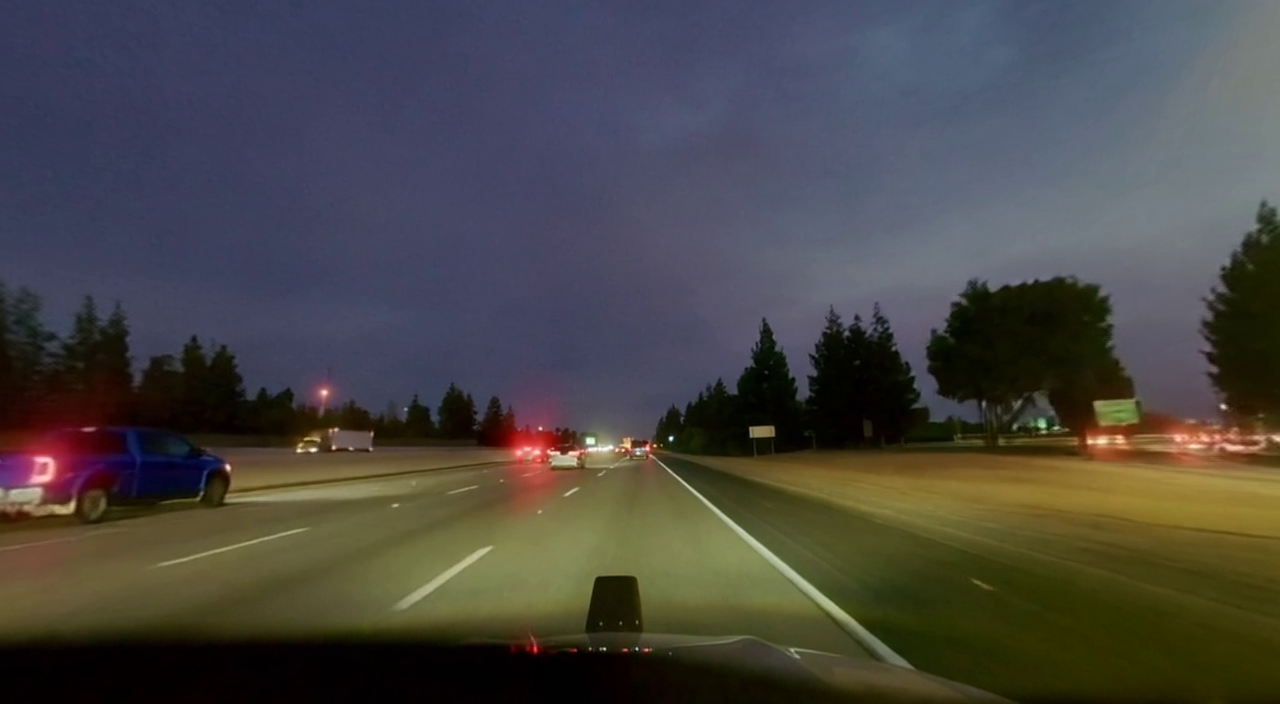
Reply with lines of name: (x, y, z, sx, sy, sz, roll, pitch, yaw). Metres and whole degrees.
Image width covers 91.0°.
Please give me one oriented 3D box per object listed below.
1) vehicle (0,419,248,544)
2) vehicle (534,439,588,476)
vehicle: (-10.172, 2.268, 11.775, 2.146, 1.764, 5.510, 0, -9, -1)
vehicle: (-3.900, 5.278, 31.671, 2.094, 1.695, 4.260, 0, -9, 1)
